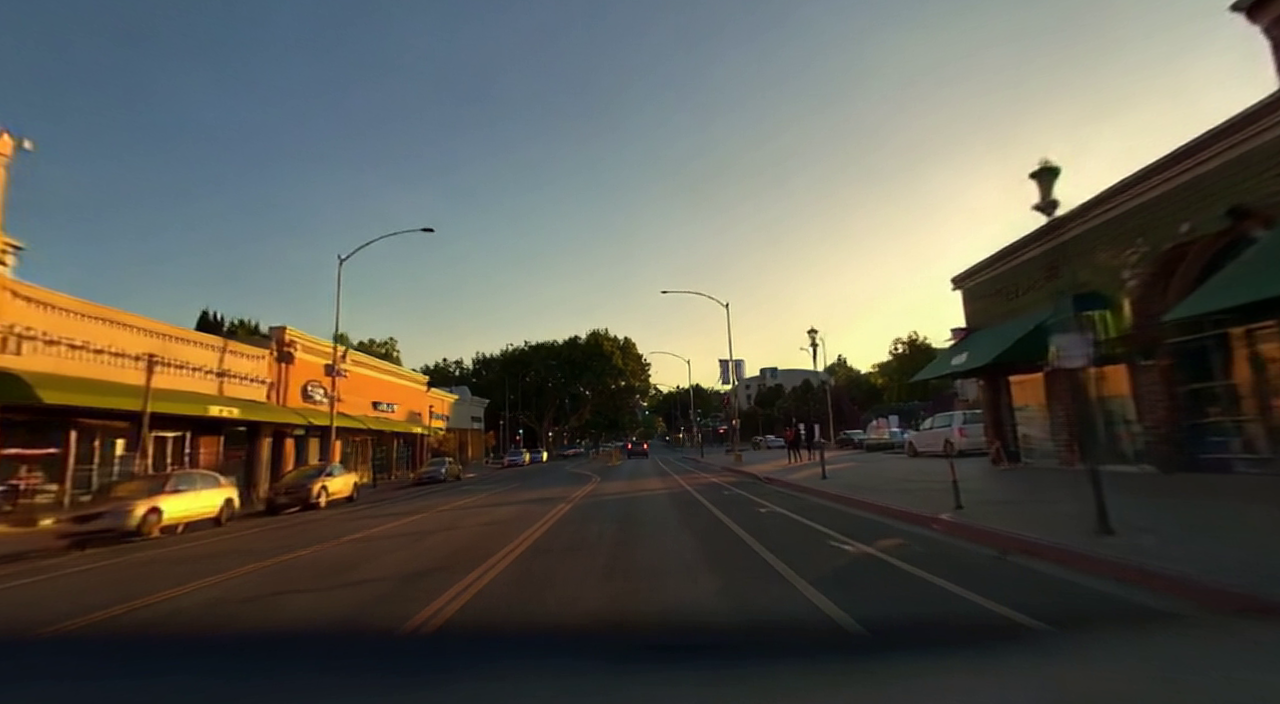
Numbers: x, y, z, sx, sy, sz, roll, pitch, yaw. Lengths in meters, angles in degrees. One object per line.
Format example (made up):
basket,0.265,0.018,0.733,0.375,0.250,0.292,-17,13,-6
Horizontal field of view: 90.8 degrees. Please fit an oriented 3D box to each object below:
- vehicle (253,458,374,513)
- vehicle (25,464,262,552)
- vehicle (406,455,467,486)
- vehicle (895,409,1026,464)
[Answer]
vehicle,-10.844,4.422,21.383,1.837,1.586,4.155,0,-8,1
vehicle,-10.773,3.362,14.249,1.784,1.502,4.344,0,-8,0
vehicle,-10.914,6.371,34.214,1.828,1.470,4.523,0,-8,0
vehicle,12.735,3.459,25.614,2.532,1.997,5.001,0,-9,-2
